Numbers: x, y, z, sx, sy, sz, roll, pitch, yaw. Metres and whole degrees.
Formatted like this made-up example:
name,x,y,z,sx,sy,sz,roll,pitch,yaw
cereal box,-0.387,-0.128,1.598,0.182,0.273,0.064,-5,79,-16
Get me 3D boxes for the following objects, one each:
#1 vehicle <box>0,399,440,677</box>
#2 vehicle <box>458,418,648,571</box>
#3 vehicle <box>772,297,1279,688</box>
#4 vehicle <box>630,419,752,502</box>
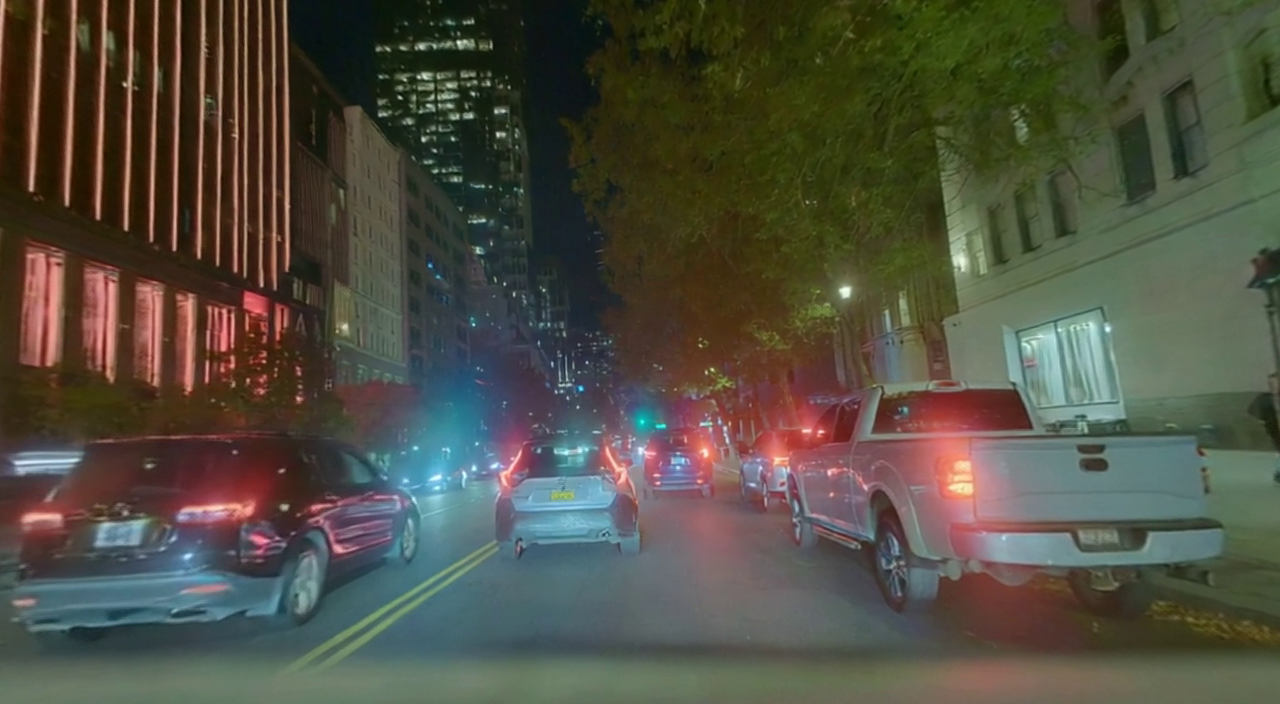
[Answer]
name,x,y,z,sx,sy,sz,roll,pitch,yaw
vehicle,-3.868,1.572,6.573,2.000,1.818,4.668,0,-8,0
vehicle,-0.932,1.865,8.996,2.076,1.667,3.948,0,-8,1
vehicle,2.997,1.101,6.035,2.225,2.070,5.264,0,-8,-1
vehicle,1.593,2.952,17.623,2.352,1.953,4.798,-3,-9,17
